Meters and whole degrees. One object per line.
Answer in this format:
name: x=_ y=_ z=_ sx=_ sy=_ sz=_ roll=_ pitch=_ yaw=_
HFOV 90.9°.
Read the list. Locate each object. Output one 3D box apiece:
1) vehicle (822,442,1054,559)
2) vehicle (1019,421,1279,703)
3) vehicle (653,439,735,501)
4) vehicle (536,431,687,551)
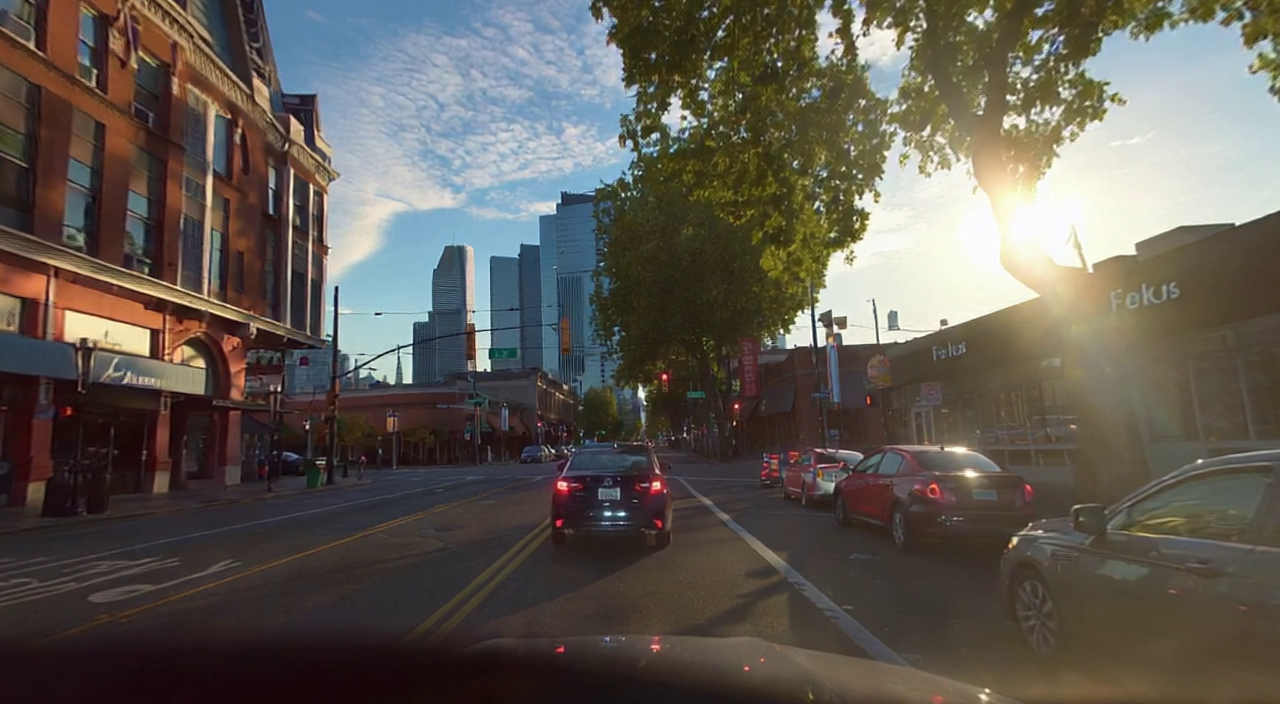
vehicle: x=4.596 y=2.302 z=10.671 sx=1.912 sy=1.505 sz=4.618 roll=-1 pitch=-8 yaw=4
vehicle: x=3.179 y=0.826 z=1.109 sx=2.006 sy=1.496 sz=4.767 roll=0 pitch=-9 yaw=-1
vehicle: x=1.516 y=3.207 z=17.554 sx=2.006 sy=1.495 sz=3.952 roll=-1 pitch=-8 yaw=6
vehicle: x=-0.469 y=2.025 z=9.869 sx=1.888 sy=1.489 sz=3.703 roll=0 pitch=-8 yaw=-4
